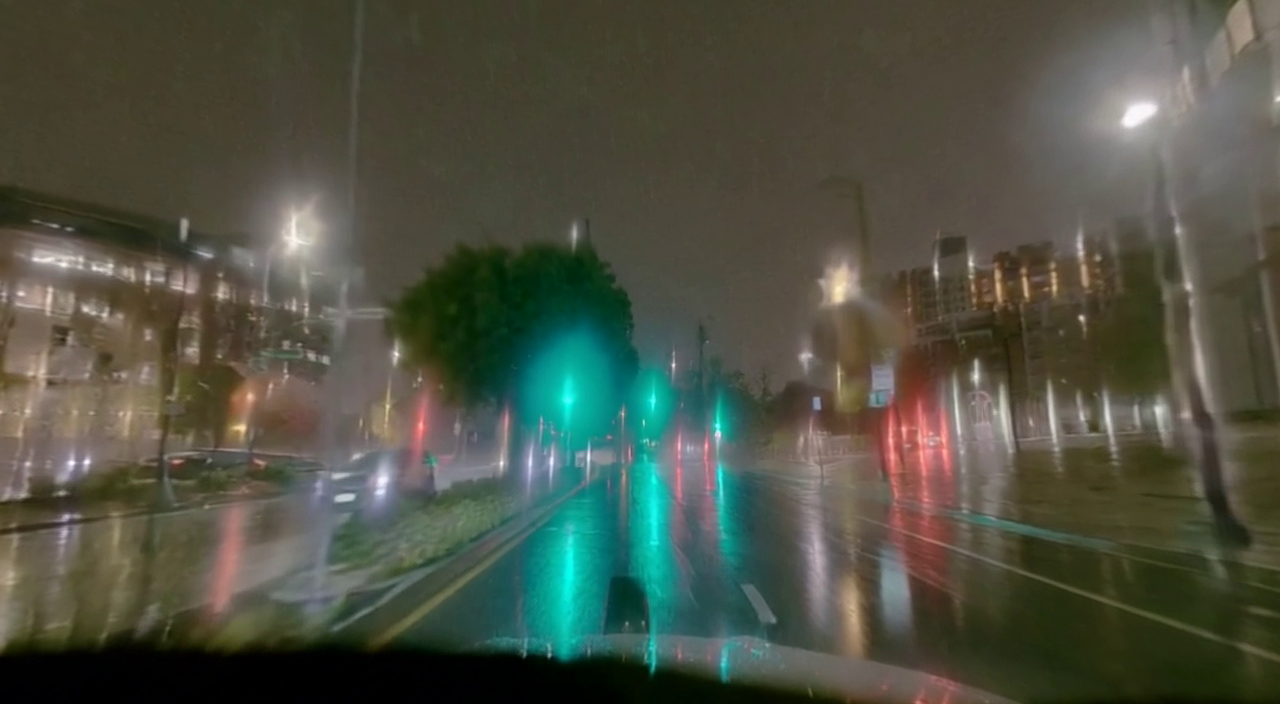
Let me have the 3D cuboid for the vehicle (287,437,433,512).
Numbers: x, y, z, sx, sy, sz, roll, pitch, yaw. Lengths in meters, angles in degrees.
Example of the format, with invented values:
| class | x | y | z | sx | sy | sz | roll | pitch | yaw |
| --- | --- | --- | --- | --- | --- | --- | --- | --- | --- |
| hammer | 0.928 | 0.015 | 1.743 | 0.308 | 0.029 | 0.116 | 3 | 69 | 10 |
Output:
| class | x | y | z | sx | sy | sz | roll | pitch | yaw |
| --- | --- | --- | --- | --- | --- | --- | --- | --- | --- |
| vehicle | -7.575 | 3.328 | 17.660 | 1.962 | 1.807 | 4.541 | 0 | -8 | 1 |

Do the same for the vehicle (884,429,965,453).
| class | x | y | z | sx | sy | sz | roll | pitch | yaw |
| --- | --- | --- | --- | --- | --- | --- | --- | --- | --- |
| vehicle | 18.973 | 5.975 | 42.193 | 4.459 | 1.525 | 1.956 | 0 | -8 | 0 |

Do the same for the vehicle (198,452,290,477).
| class | x | y | z | sx | sy | sz | roll | pitch | yaw |
| --- | --- | --- | --- | --- | --- | --- | --- | --- | --- |
| vehicle | -24.569 | 6.982 | 39.220 | 4.359 | 1.457 | 2.043 | 0 | -8 | 2 |

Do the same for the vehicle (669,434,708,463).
| class | x | y | z | sx | sy | sz | roll | pitch | yaw |
| --- | --- | --- | --- | --- | --- | --- | --- | --- | --- |
| vehicle | 3.048 | 6.192 | 40.503 | 2.129 | 1.719 | 4.205 | 0 | -8 | -1 |

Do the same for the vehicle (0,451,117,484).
| class | x | y | z | sx | sy | sz | roll | pitch | yaw |
| --- | --- | --- | --- | --- | --- | --- | --- | --- | --- |
| vehicle | -33.175 | 6.554 | 35.958 | 4.673 | 1.771 | 2.118 | 0 | -9 | 1 |

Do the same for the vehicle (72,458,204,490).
| class | x | y | z | sx | sy | sz | roll | pitch | yaw |
| --- | --- | --- | --- | --- | --- | --- | --- | --- | --- |
| vehicle | -24.868 | 6.040 | 31.332 | 4.815 | 1.469 | 2.056 | 0 | -8 | 1 |

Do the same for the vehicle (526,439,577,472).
| class | x | y | z | sx | sy | sz | roll | pitch | yaw |
| --- | --- | --- | --- | --- | --- | --- | --- | --- | --- |
| vehicle | -4.652 | 5.531 | 33.842 | 1.991 | 1.614 | 4.718 | 0 | -8 | 1 |
